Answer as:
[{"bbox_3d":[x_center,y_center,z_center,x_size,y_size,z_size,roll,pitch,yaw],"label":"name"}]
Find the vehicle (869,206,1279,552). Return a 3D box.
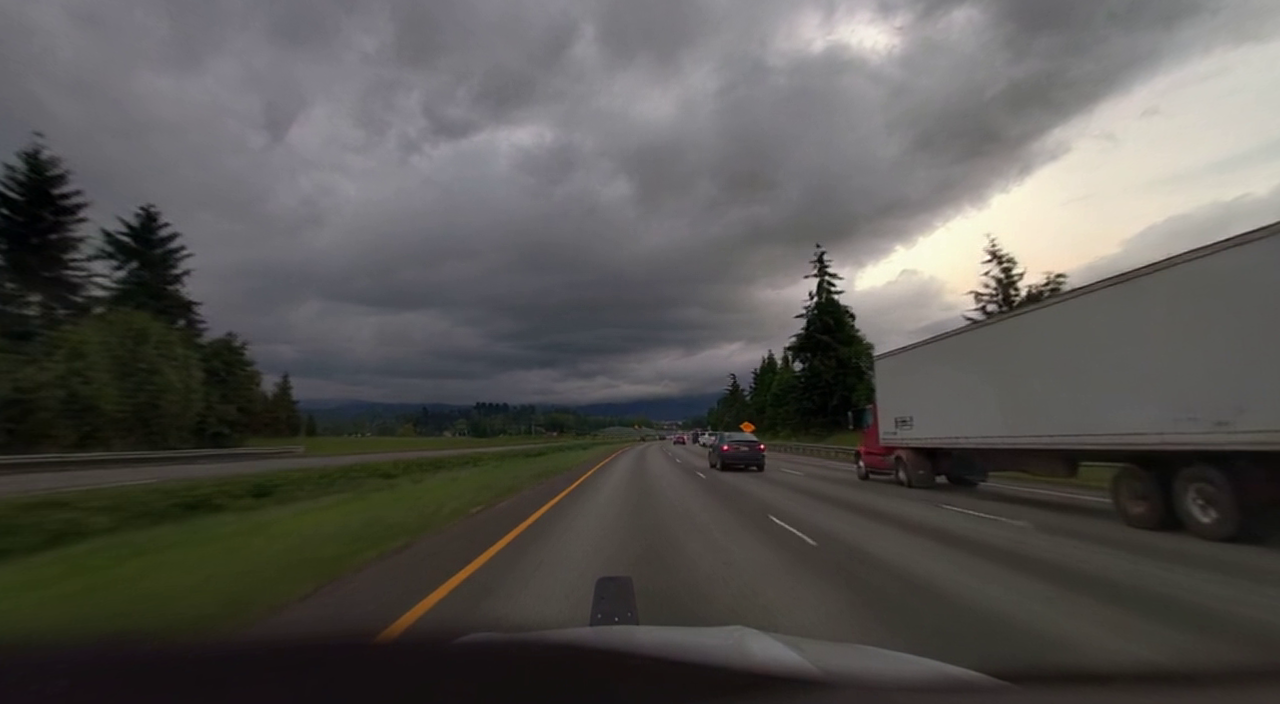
[{"bbox_3d":[9.249,1.075,13.151,3.440,4.093,13.944,0,-8,-1],"label":"vehicle"}]

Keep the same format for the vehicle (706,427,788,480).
[{"bbox_3d":[3.694,3.578,22.564,2.011,1.672,4.415,0,-8,-2],"label":"vehicle"}]
